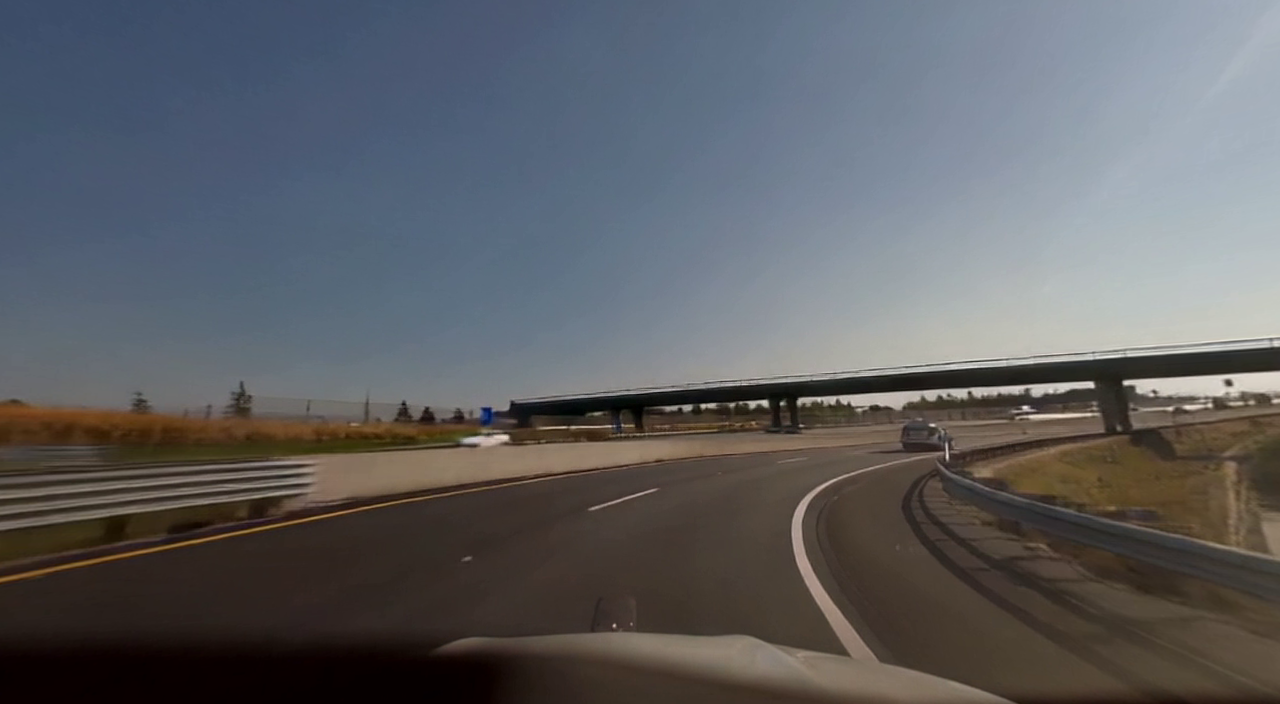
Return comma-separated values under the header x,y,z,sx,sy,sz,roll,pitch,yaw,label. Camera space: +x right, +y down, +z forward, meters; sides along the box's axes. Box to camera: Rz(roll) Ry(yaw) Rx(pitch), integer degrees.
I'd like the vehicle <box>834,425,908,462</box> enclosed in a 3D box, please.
x,y,z,sx,sy,sz,roll,pitch,yaw,label
10.700,4.183,28.999,2.028,1.440,3.970,-2,-7,38,vehicle
